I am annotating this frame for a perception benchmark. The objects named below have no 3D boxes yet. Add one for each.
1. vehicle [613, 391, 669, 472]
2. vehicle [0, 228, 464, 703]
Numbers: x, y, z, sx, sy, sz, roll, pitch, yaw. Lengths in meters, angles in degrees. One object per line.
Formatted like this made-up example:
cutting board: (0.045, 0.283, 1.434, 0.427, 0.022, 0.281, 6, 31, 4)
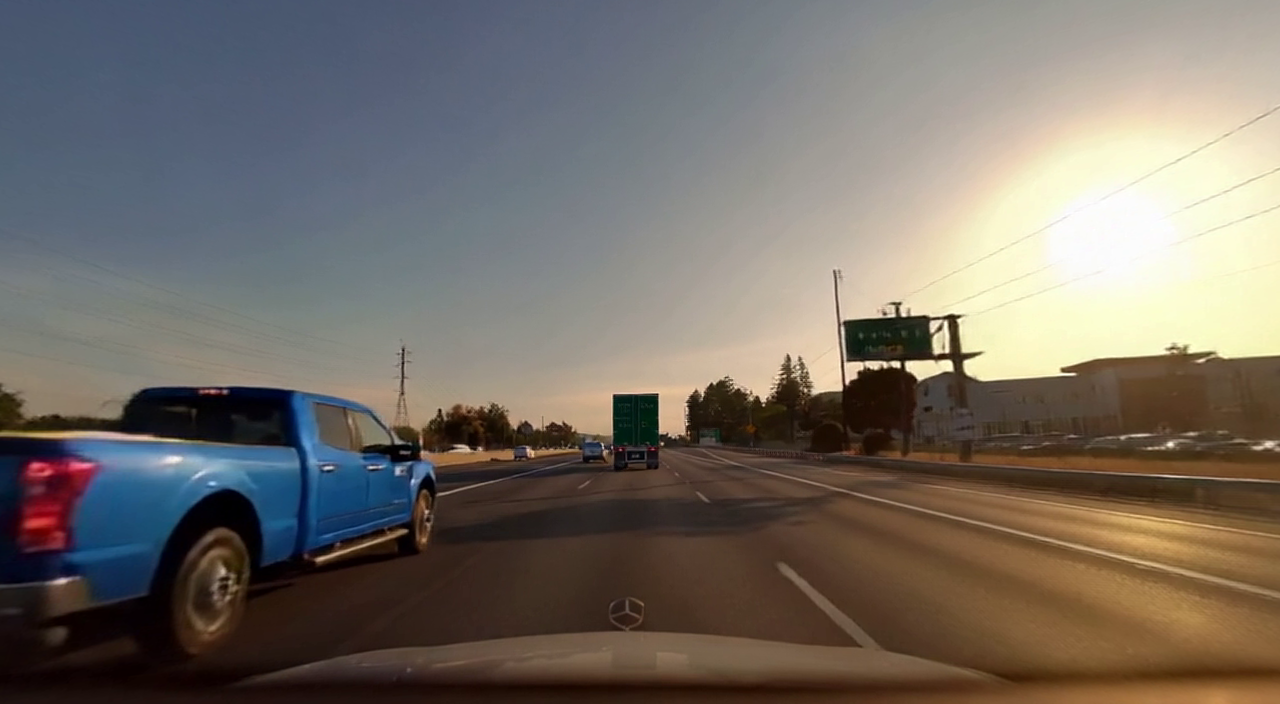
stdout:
vehicle: (0.046, 5.026, 38.947, 2.879, 4.085, 13.125, 0, -8, 0)
vehicle: (-3.718, 1.014, 4.979, 2.749, 2.141, 6.515, 0, -8, 0)
